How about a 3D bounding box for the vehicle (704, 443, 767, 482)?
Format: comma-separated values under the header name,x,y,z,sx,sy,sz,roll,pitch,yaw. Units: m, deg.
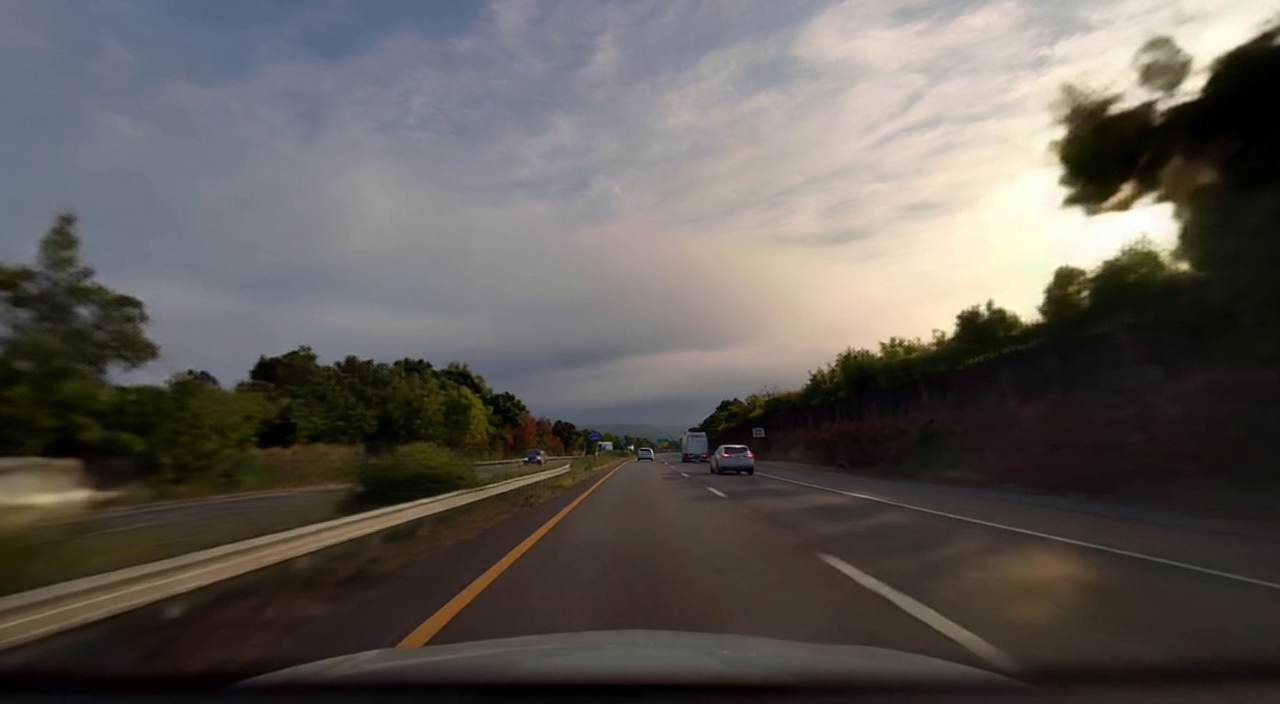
name,x,y,z,sx,sy,sz,roll,pitch,yaw
vehicle,4.091,4.803,27.564,2.043,1.542,3.881,0,-9,-1
